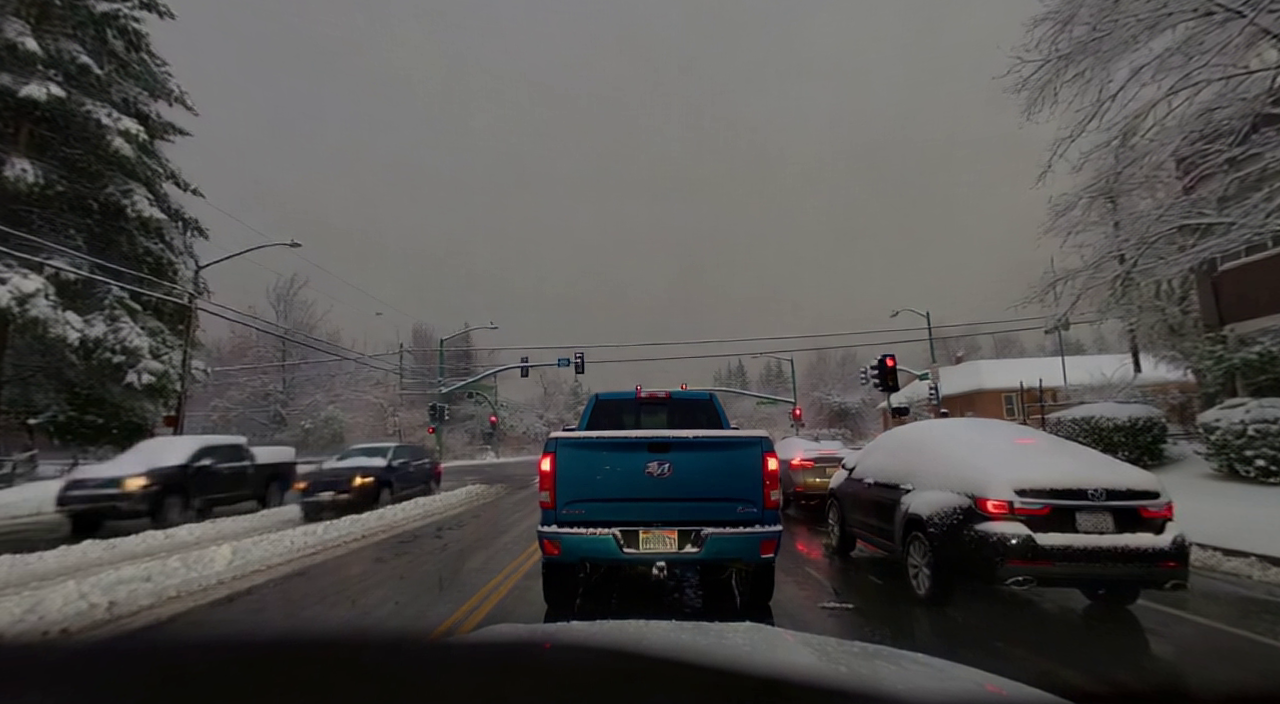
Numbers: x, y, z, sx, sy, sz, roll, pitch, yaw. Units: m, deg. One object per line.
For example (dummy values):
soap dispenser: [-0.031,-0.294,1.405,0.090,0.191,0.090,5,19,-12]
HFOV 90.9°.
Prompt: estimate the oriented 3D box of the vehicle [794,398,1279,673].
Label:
vehicle: [3.333,1.505,6.504,2.155,1.667,5.162,0,-8,0]

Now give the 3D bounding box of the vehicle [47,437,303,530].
vehicle: [-9.457,2.657,13.467,1.920,1.563,4.643,-2,-8,0]

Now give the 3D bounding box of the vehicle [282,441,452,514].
vehicle: [-6.238,2.887,15.085,1.994,1.469,4.367,0,-8,2]

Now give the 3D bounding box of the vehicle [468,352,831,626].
vehicle: [0.088,1.392,7.404,2.636,2.011,5.425,0,-8,1]
